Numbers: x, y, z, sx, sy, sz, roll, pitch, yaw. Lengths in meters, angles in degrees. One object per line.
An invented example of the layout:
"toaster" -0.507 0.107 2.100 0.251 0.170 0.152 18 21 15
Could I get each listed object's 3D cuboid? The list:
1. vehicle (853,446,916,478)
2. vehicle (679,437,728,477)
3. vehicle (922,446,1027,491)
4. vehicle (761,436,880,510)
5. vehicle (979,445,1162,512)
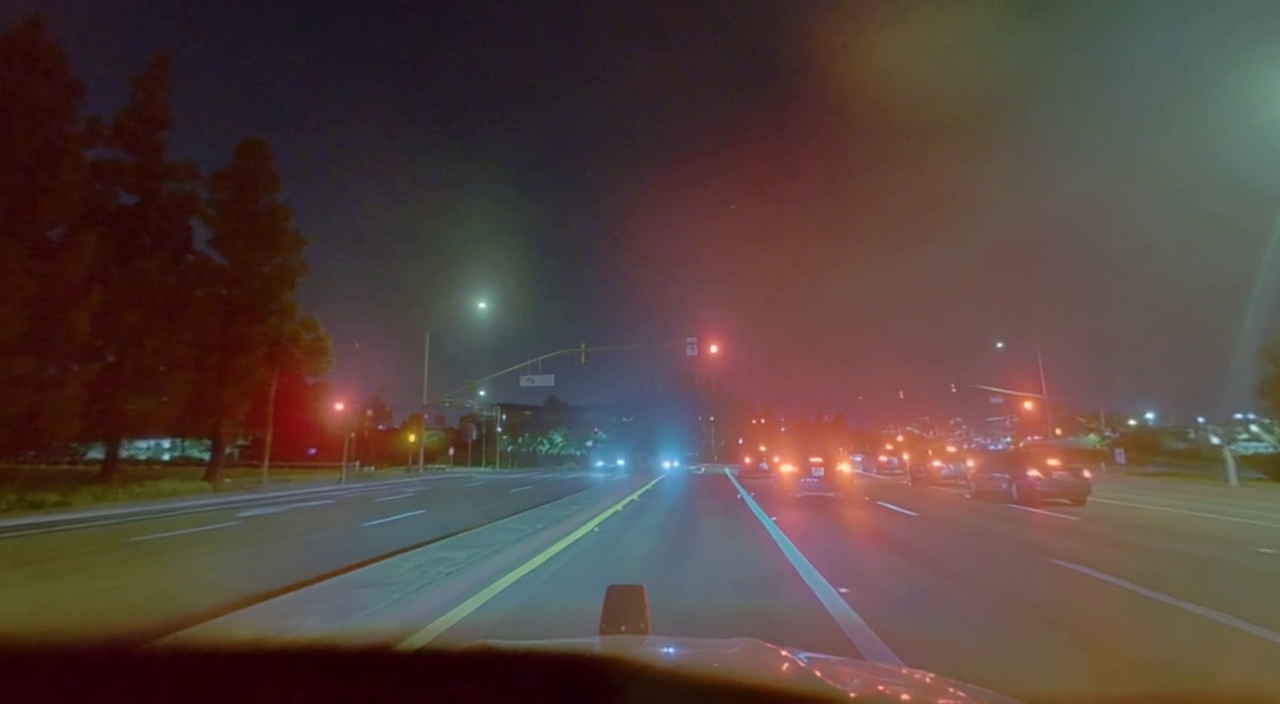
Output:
"vehicle" 12.615 5.678 32.761 1.901 1.484 4.093 -1 -8 4
"vehicle" 3.080 5.153 31.278 2.245 1.800 4.522 -1 -8 4
"vehicle" 12.345 4.283 23.622 1.842 1.466 4.379 -1 -8 5
"vehicle" 4.291 2.913 15.710 2.078 1.578 4.107 -1 -8 6
"vehicle" 10.641 3.101 16.062 1.884 1.422 4.262 -1 -8 4
